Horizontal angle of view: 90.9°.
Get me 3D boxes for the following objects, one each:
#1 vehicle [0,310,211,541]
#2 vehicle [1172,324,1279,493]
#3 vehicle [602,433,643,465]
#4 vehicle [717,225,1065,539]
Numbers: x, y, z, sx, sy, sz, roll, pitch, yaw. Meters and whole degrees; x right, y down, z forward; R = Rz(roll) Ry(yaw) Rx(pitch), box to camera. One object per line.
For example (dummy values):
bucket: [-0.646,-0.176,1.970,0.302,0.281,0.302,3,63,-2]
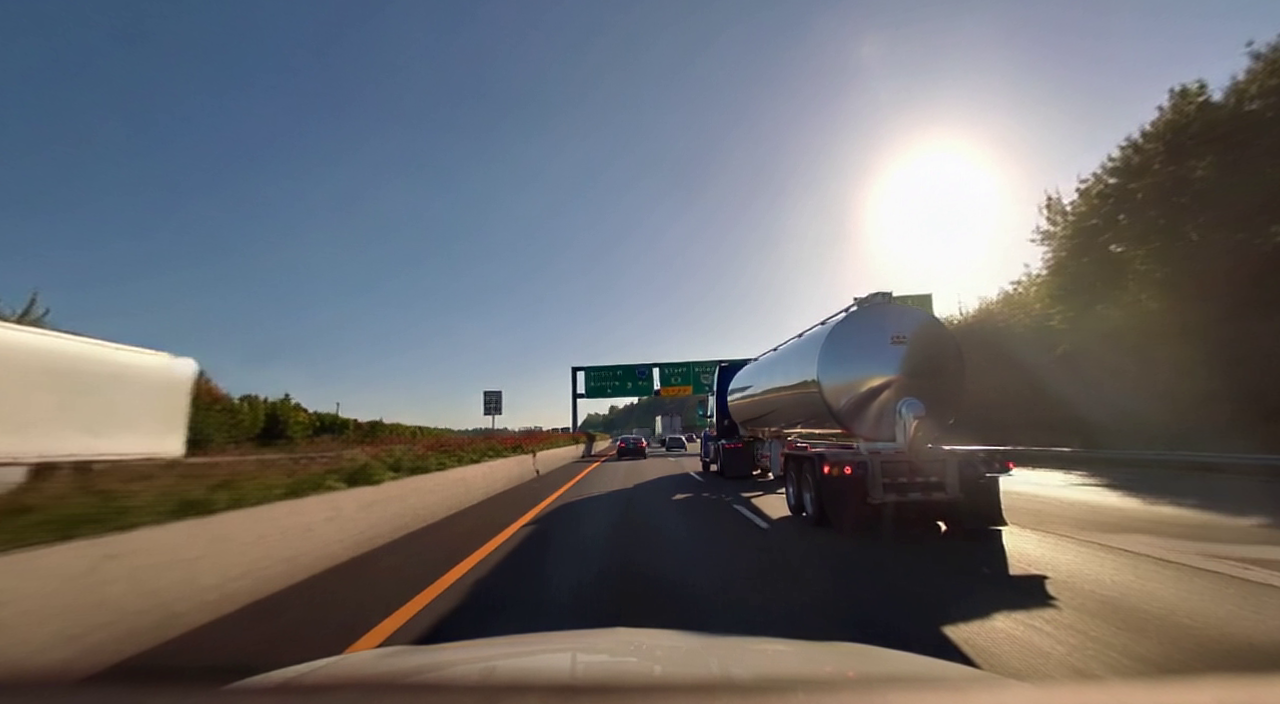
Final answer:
vehicle: [-12.905,1.105,9.727,2.895,4.123,14.208,0,-8,-1]
vehicle: [17.258,1.127,13.529,2.722,4.038,8.781,2,-8,-12]
vehicle: [-0.864,4.970,32.455,2.000,1.510,3.518,0,-8,-1]
vehicle: [3.622,0.934,12.425,2.826,3.905,9.262,0,-8,-1]
